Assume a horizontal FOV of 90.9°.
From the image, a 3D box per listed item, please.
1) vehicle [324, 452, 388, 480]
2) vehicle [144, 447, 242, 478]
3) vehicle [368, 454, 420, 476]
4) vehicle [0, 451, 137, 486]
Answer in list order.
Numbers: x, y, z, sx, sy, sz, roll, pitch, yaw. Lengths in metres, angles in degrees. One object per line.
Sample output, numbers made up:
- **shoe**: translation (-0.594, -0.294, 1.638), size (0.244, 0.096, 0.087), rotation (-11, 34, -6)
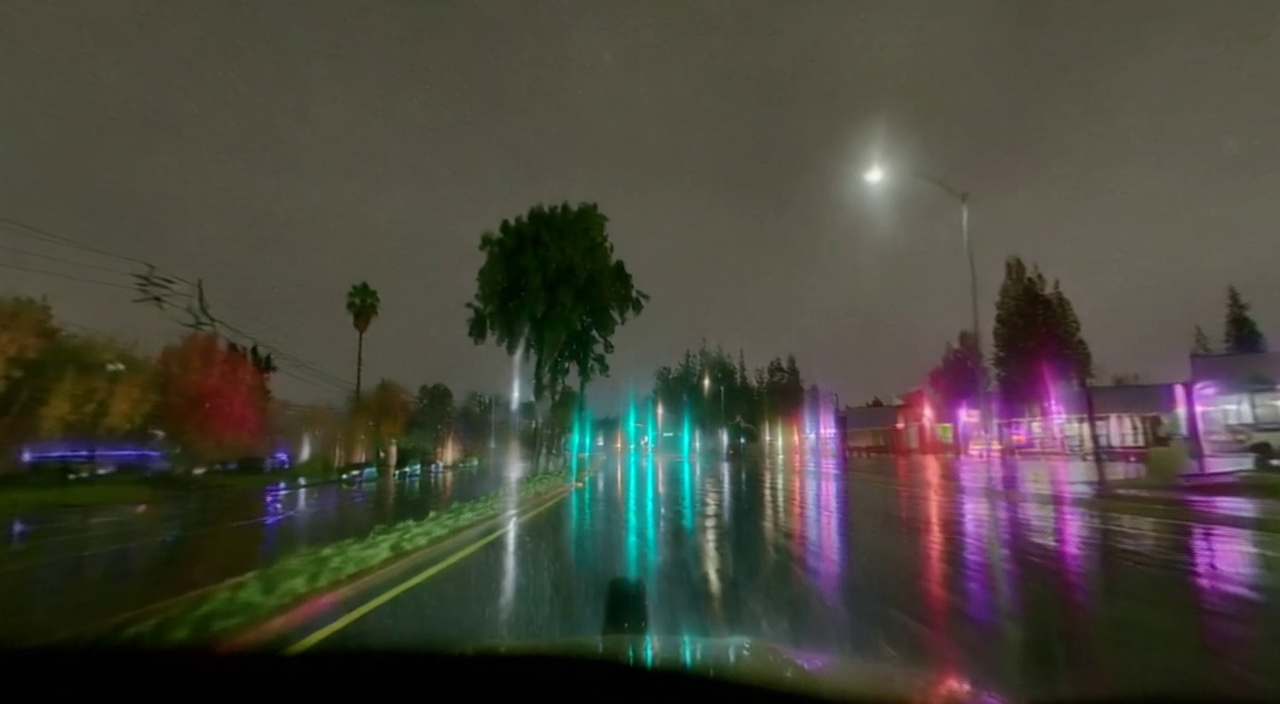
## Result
- **vehicle**: translation (-18.808, 7.542, 41.956), size (1.959, 1.682, 4.628), rotation (0, -8, 3)
- **vehicle**: translation (-26.652, 6.560, 37.692), size (4.261, 1.781, 1.985), rotation (1, -8, -4)
- **vehicle**: translation (-18.487, 8.486, 47.613), size (1.861, 1.499, 4.535), rotation (-1, -8, 3)
- **vehicle**: translation (-27.323, 5.523, 30.150), size (4.591, 1.566, 2.133), rotation (0, -8, -2)
